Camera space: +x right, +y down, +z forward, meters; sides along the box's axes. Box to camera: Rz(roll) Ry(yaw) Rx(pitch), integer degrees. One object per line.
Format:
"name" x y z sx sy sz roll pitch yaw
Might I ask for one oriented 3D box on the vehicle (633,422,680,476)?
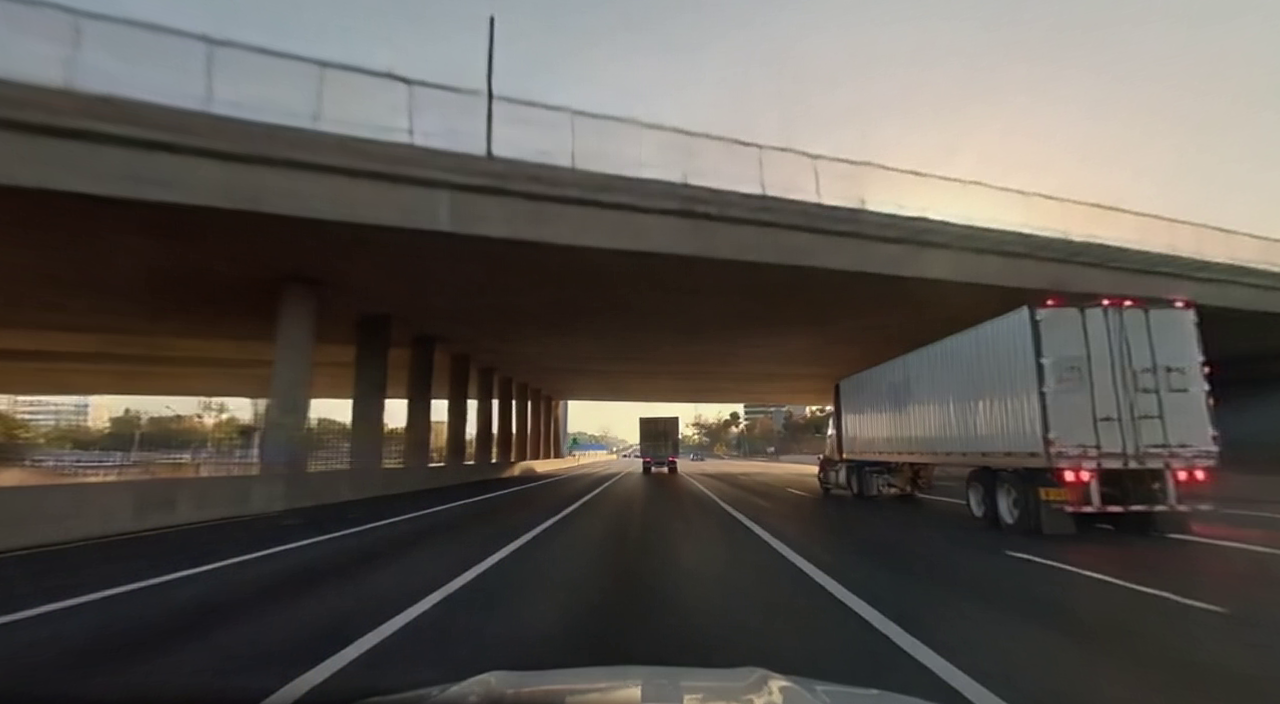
"vehicle" 1.348 7.692 49.990 3.244 3.713 12.155 -1 -9 2
